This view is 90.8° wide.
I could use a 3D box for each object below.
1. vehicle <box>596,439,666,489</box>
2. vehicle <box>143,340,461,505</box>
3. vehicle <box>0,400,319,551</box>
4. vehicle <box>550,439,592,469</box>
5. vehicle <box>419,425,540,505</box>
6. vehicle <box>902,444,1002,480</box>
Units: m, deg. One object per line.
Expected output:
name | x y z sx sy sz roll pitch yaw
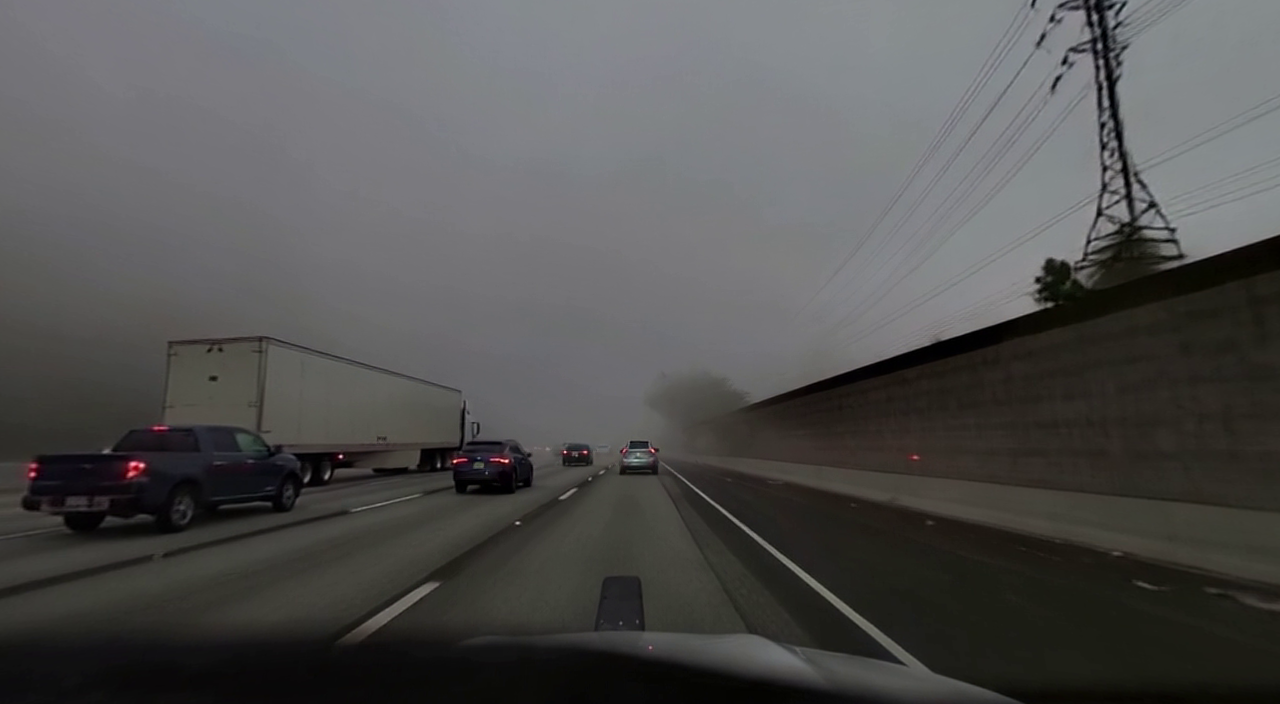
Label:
vehicle | -0.302 3.653 20.958 2.089 1.477 3.818 0 -8 -1
vehicle | -10.639 2.938 23.858 2.892 4.073 16.528 0 -8 0
vehicle | -7.601 1.883 10.279 2.054 1.825 5.072 0 -9 0
vehicle | -4.071 6.112 38.094 1.976 1.705 4.176 0 -8 1
vehicle | -3.850 2.795 15.982 1.923 1.716 4.289 0 -9 0
vehicle | 14.068 4.966 28.881 2.027 1.478 4.849 0 -9 -1
